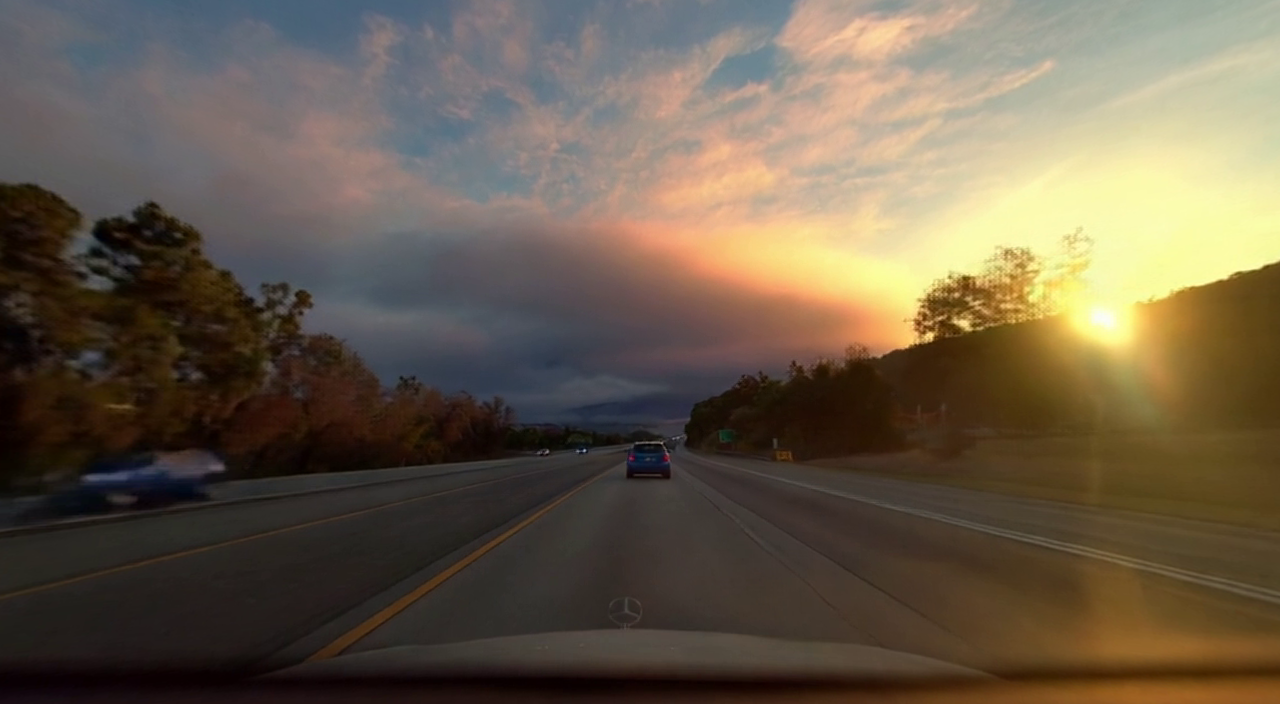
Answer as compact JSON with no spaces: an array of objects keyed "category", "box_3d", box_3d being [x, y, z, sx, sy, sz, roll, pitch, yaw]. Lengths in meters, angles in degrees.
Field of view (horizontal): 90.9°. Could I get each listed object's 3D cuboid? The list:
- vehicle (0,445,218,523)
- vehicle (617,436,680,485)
[{"category":"vehicle","box_3d":[-12.280,2.880,14.352,2.009,1.446,4.694,0,-9,1]},{"category":"vehicle","box_3d":[0.309,4.117,24.118,2.190,1.706,4.062,0,-9,0]}]
